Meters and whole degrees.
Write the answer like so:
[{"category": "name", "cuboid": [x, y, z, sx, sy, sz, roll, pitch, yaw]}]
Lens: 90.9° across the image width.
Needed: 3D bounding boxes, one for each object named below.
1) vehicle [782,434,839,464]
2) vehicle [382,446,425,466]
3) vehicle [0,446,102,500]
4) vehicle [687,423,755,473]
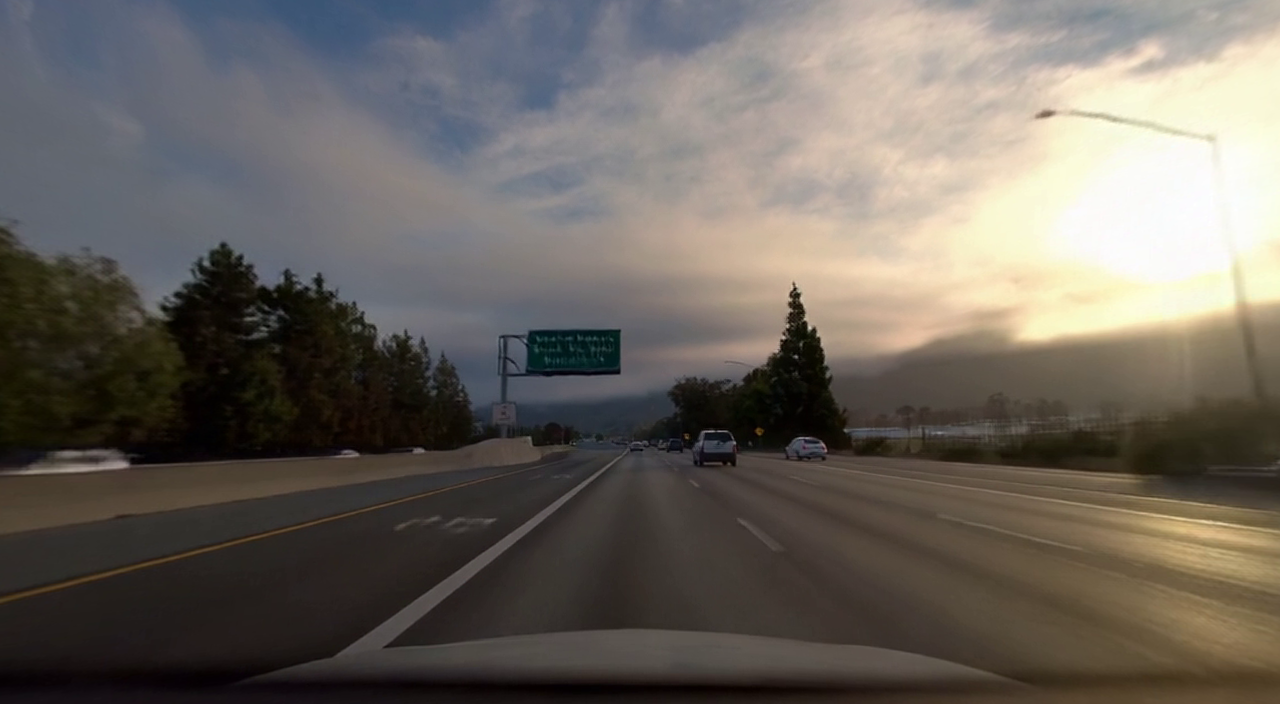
[{"category": "vehicle", "cuboid": [10.297, 5.888, 38.464, 2.045, 1.658, 4.598, 0, -8, -2]}, {"category": "vehicle", "cuboid": [-18.061, 7.968, 48.369, 1.780, 1.457, 3.809, 0, -8, 0]}, {"category": "vehicle", "cuboid": [-21.097, 4.050, 21.348, 1.859, 1.654, 4.370, 0, -8, 0]}, {"category": "vehicle", "cuboid": [3.459, 4.233, 28.032, 2.218, 1.964, 5.662, 0, -8, 0]}]
